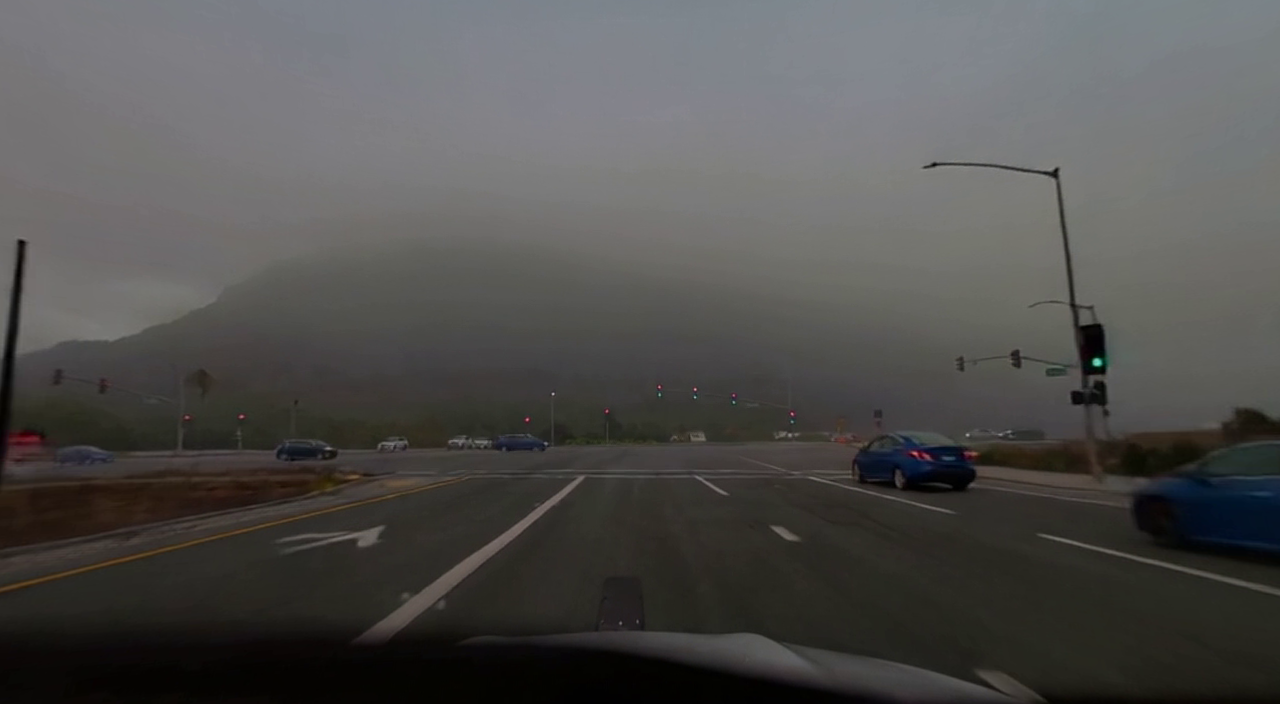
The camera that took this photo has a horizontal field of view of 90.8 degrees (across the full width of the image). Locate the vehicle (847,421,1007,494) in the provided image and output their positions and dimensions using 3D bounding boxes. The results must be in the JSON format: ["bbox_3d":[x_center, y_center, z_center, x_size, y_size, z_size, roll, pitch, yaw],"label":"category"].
[{"bbox_3d":[6.993,2.636,16.089,1.899,1.570,4.666,0,-8,0],"label":"vehicle"}]

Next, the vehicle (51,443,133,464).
[{"bbox_3d":[-40.928,7.560,47.232,4.218,1.542,2.044,0,-8,0],"label":"vehicle"}]

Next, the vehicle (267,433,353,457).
[{"bbox_3d":[-25.065,7.084,48.110,5.228,1.805,2.246,1,-8,-6],"label":"vehicle"}]

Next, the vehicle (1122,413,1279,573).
[{"bbox_3d":[6.977,1.254,5.455,1.990,1.480,4.624,0,-8,0],"label":"vehicle"}]
